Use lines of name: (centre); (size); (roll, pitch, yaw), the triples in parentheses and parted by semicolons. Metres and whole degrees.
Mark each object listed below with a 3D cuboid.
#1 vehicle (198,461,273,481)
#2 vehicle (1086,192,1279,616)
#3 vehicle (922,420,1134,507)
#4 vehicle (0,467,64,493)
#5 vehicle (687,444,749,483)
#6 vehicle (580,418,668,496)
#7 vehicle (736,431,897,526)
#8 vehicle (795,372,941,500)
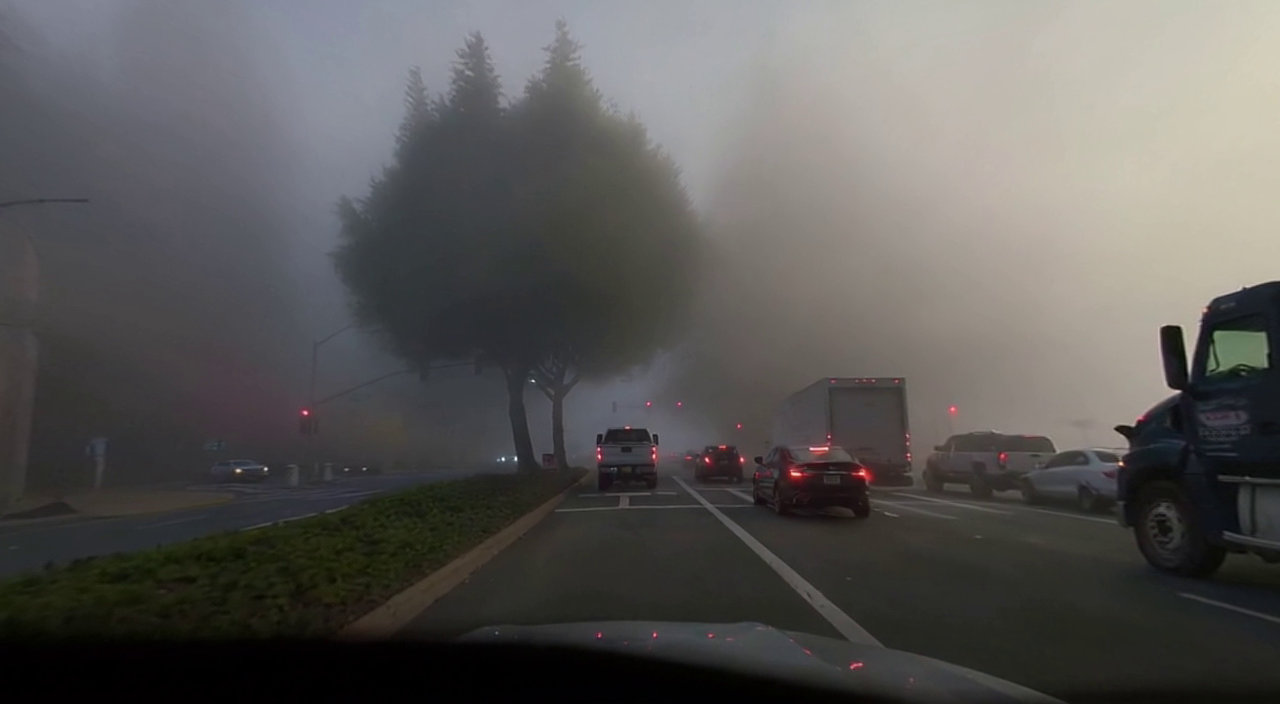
vehicle: (-31.781, 9.326, 49.708); (4.457, 1.434, 1.949); (0, -9, -1)
vehicle: (6.475, 0.139, 3.254); (2.802, 3.322, 7.429); (0, -9, 0)
vehicle: (10.232, 3.004, 17.459); (2.163, 1.973, 5.692); (0, -9, -1)
vehicle: (-38.188, 7.815, 38.666); (4.150, 1.474, 1.826); (-1, -9, 6)
vehicle: (3.155, 4.588, 26.338); (1.922, 1.483, 4.436); (0, -9, -1)
vehicle: (-0.488, 3.389, 20.636); (2.499, 2.183, 5.111); (0, -9, -1)
vehicle: (3.393, 2.543, 13.312); (1.905, 1.587, 4.998); (0, -9, 0)
vehicle: (8.000, 3.282, 24.042); (2.970, 3.681, 11.138); (-2, -9, 9)
